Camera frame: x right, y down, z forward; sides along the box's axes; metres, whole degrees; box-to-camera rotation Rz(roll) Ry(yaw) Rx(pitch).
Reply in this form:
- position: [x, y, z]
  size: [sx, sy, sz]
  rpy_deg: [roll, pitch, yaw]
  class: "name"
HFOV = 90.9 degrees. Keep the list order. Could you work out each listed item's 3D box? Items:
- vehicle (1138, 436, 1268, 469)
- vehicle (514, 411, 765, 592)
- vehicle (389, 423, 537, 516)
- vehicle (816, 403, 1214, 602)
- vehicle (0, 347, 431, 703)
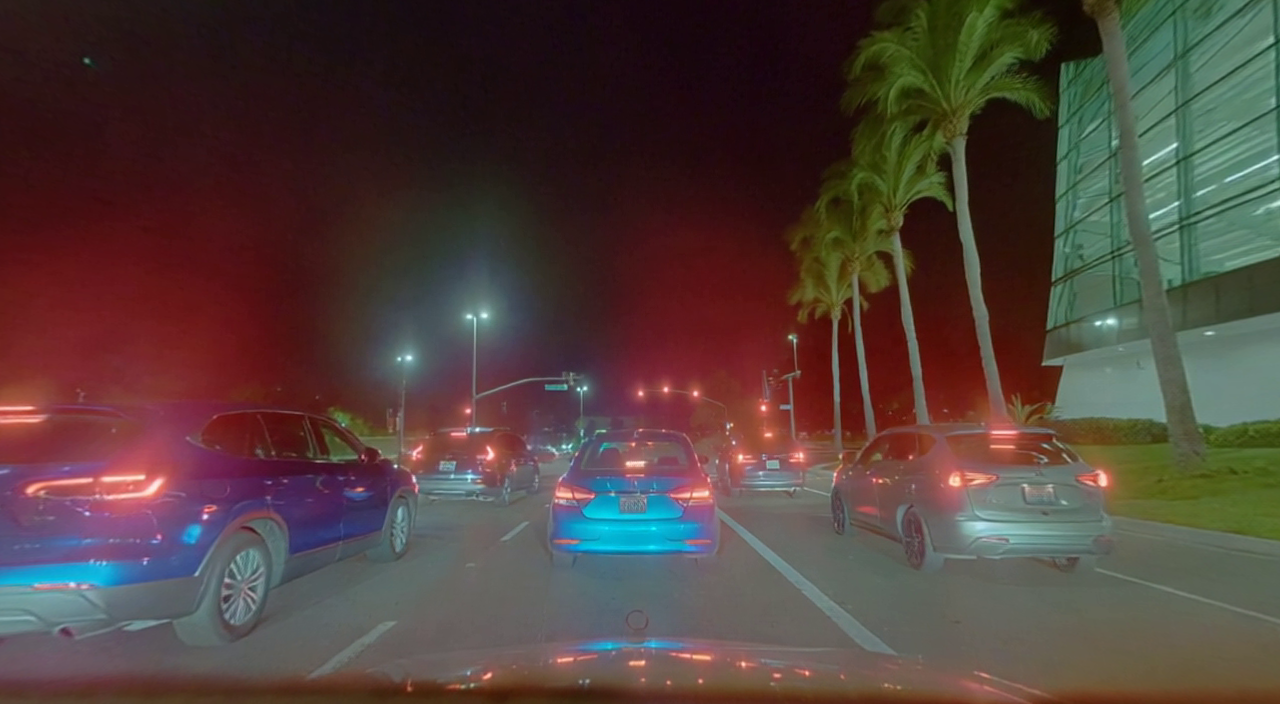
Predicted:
- position: [25.492, 4.543, 28.638]
  size: [4.014, 1.417, 1.777]
  rpy_deg: [-1, -8, 5]
  class: "vehicle"
- position: [-0.045, 1.650, 7.824]
  size: [2.219, 1.586, 4.321]
  rpy_deg: [0, -8, -1]
  class: "vehicle"
- position: [-3.459, 2.369, 13.119]
  size: [1.917, 1.631, 3.768]
  rpy_deg: [0, -8, 1]
  class: "vehicle"
- position: [3.844, 1.617, 7.677]
  size: [2.064, 1.696, 4.431]
  rpy_deg: [0, -8, 0]
  class: "vehicle"
- position: [-3.535, 1.172, 5.372]
  size: [2.014, 1.775, 4.404]
  rpy_deg: [0, -8, -1]
  class: "vehicle"
